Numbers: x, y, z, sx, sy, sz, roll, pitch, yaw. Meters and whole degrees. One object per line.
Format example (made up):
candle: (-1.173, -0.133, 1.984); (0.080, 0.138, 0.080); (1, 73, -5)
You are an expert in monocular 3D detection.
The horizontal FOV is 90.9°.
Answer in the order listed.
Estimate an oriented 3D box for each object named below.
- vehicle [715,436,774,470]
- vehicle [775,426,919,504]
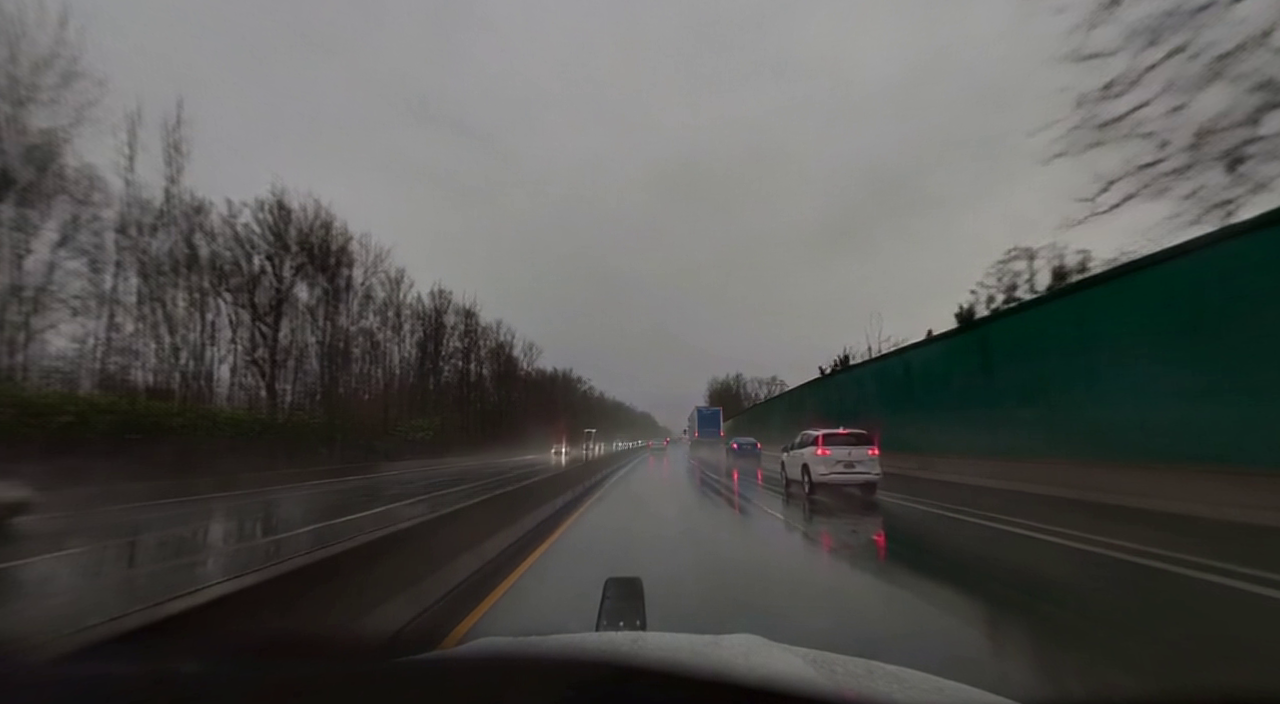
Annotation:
vehicle: (4.863, 4.759, 29.849); (2.000, 1.473, 4.440); (0, -8, 0)
vehicle: (4.610, 2.573, 14.746); (1.940, 1.539, 4.005); (0, -8, -1)
